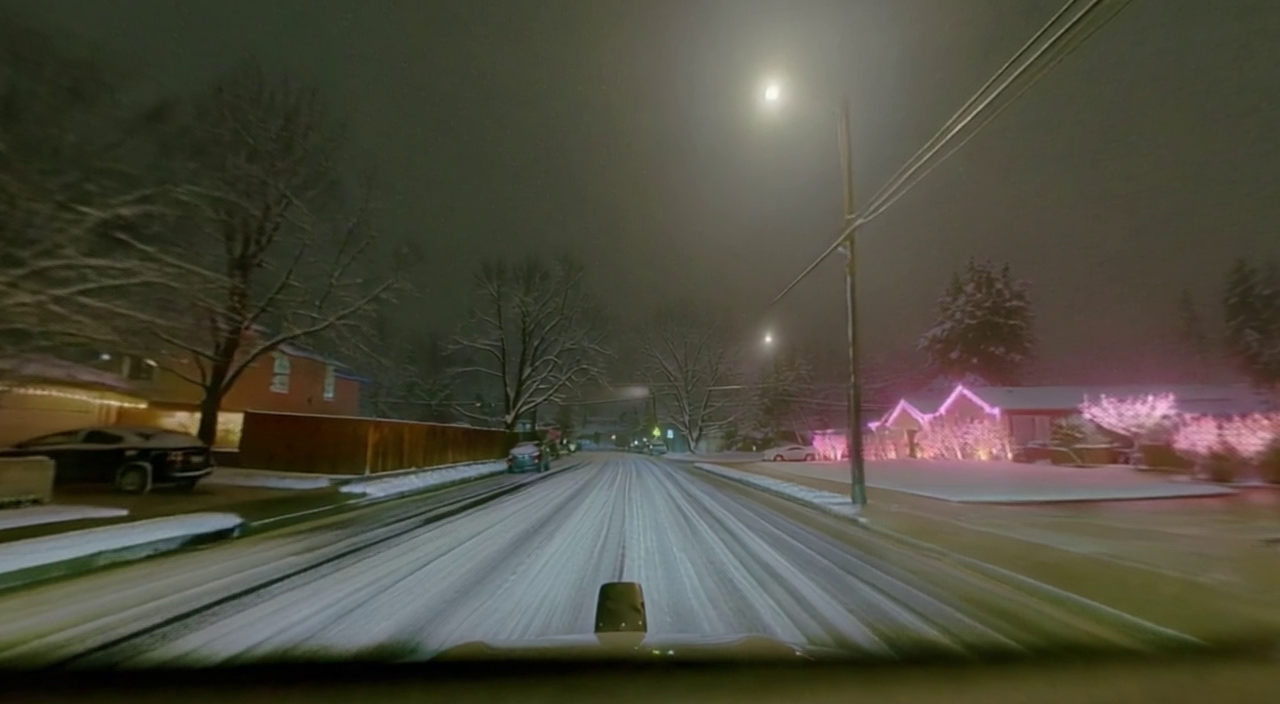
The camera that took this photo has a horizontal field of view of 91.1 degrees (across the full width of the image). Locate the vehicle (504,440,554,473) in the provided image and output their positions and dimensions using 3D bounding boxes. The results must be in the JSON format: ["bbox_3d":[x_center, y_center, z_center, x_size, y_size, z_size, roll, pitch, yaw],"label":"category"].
[{"bbox_3d":[-6.147,5.812,35.186,1.998,1.742,4.210,0,-9,1],"label":"vehicle"}]

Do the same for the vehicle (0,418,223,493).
[{"bbox_3d":[-14.490,2.754,16.844,4.928,1.844,2.163,1,-9,-4],"label":"vehicle"}]
